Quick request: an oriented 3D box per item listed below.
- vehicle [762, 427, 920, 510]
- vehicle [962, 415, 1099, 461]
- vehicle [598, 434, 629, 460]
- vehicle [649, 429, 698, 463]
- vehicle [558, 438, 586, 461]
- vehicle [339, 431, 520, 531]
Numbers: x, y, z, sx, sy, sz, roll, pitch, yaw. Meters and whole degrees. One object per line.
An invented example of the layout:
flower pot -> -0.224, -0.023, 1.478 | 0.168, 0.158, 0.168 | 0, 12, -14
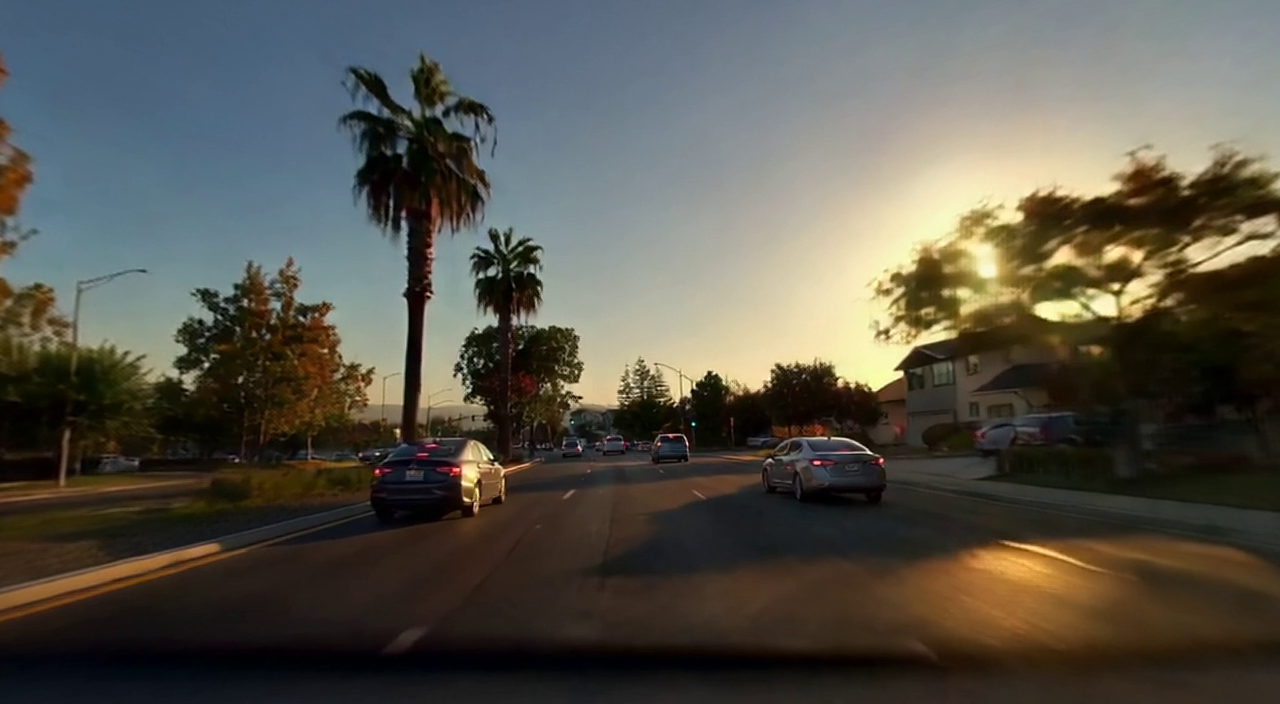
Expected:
vehicle -> 4.049, 2.417, 13.539 | 1.870, 1.491, 4.009 | 0, -8, -3
vehicle -> 15.746, 3.538, 25.839 | 1.978, 1.669, 4.515 | 2, -9, -16
vehicle -> -2.058, 7.220, 48.068 | 2.164, 1.867, 4.254 | 1, -8, -5
vehicle -> 2.025, 5.964, 40.112 | 2.391, 1.960, 5.600 | 0, -8, -5
vehicle -> -4.976, 7.133, 46.285 | 1.922, 1.577, 4.140 | 1, -8, -5
vehicle -> -3.556, 2.240, 11.614 | 1.924, 1.473, 4.200 | 0, -8, -1
